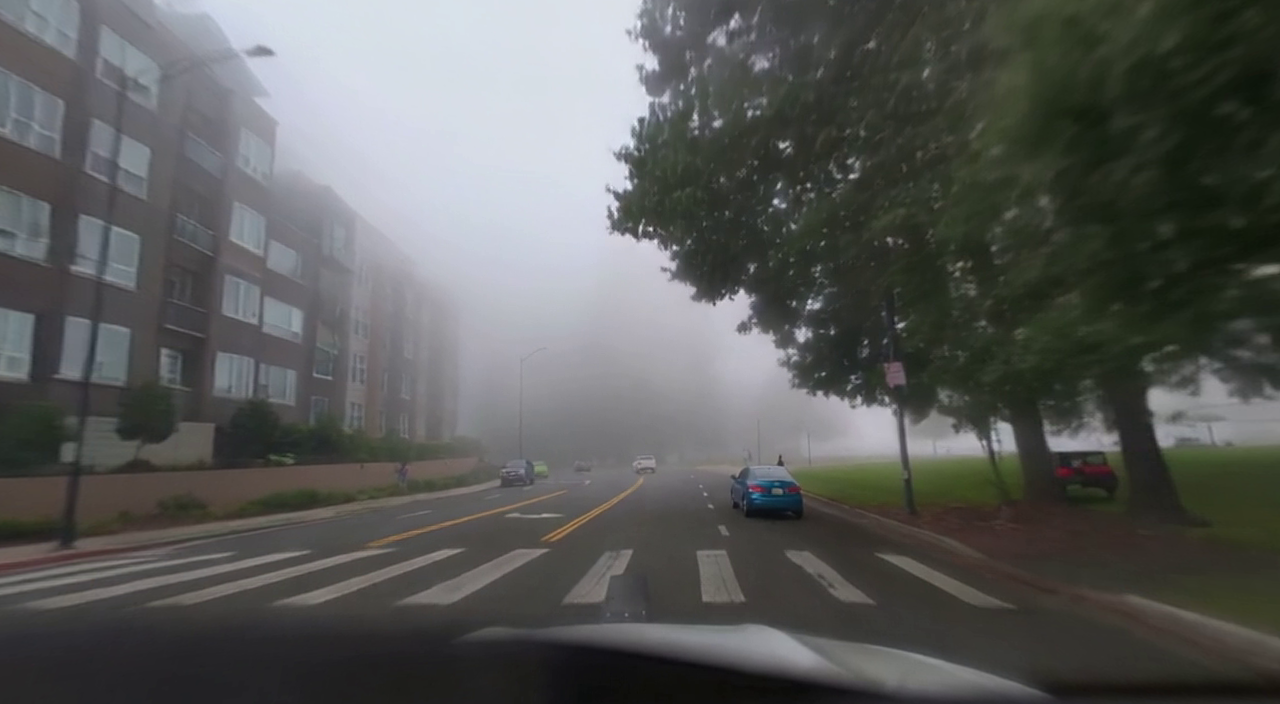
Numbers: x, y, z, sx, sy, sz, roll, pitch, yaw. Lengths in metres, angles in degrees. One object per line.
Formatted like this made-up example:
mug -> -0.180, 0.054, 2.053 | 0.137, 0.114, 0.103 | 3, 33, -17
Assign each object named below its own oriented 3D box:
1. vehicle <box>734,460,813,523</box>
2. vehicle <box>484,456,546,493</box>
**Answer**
vehicle -> 3.222, 3.438, 15.648 | 1.559, 1.351, 2.452 | -4, -11, 5
vehicle -> -7.417, 7.346, 37.991 | 2.347, 1.846, 4.915 | -6, -10, 3
